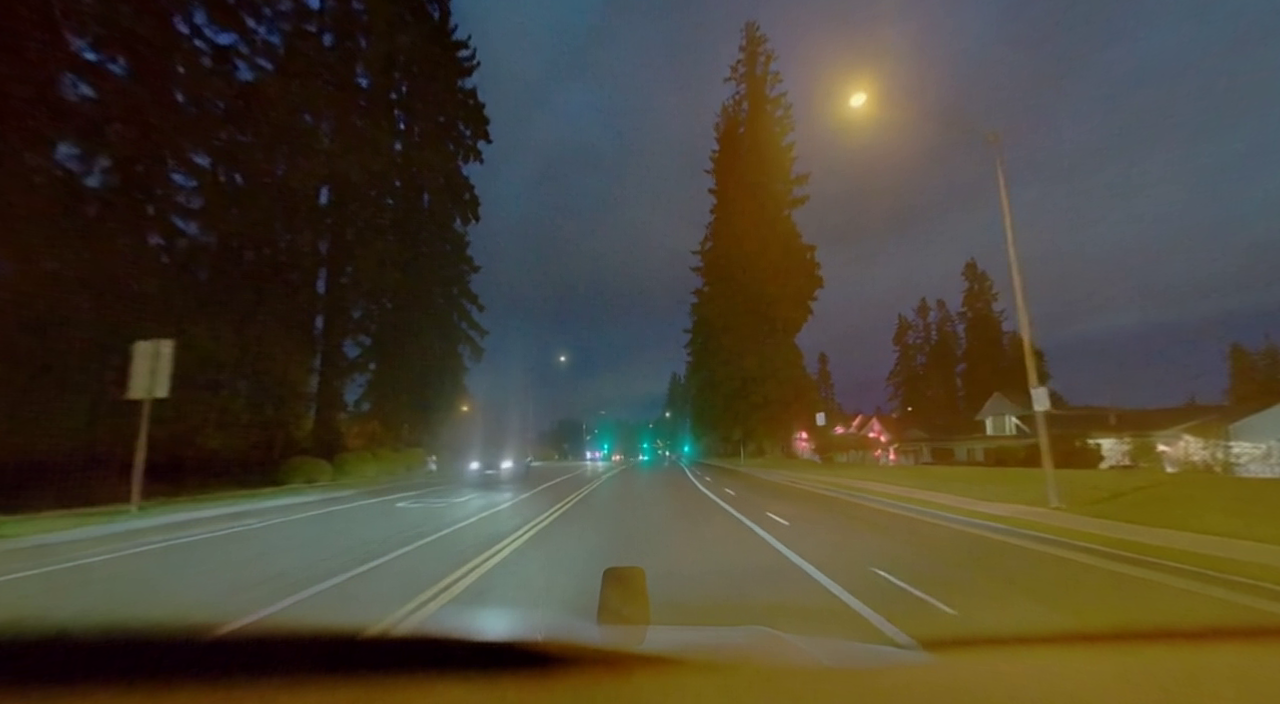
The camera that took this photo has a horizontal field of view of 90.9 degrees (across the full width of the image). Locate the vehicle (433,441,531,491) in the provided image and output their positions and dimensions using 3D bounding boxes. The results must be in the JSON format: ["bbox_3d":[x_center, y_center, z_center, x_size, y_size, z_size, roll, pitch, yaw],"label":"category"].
[{"bbox_3d":[-5.269,3.830,21.722,2.133,1.508,4.535,0,-8,1],"label":"vehicle"}]
